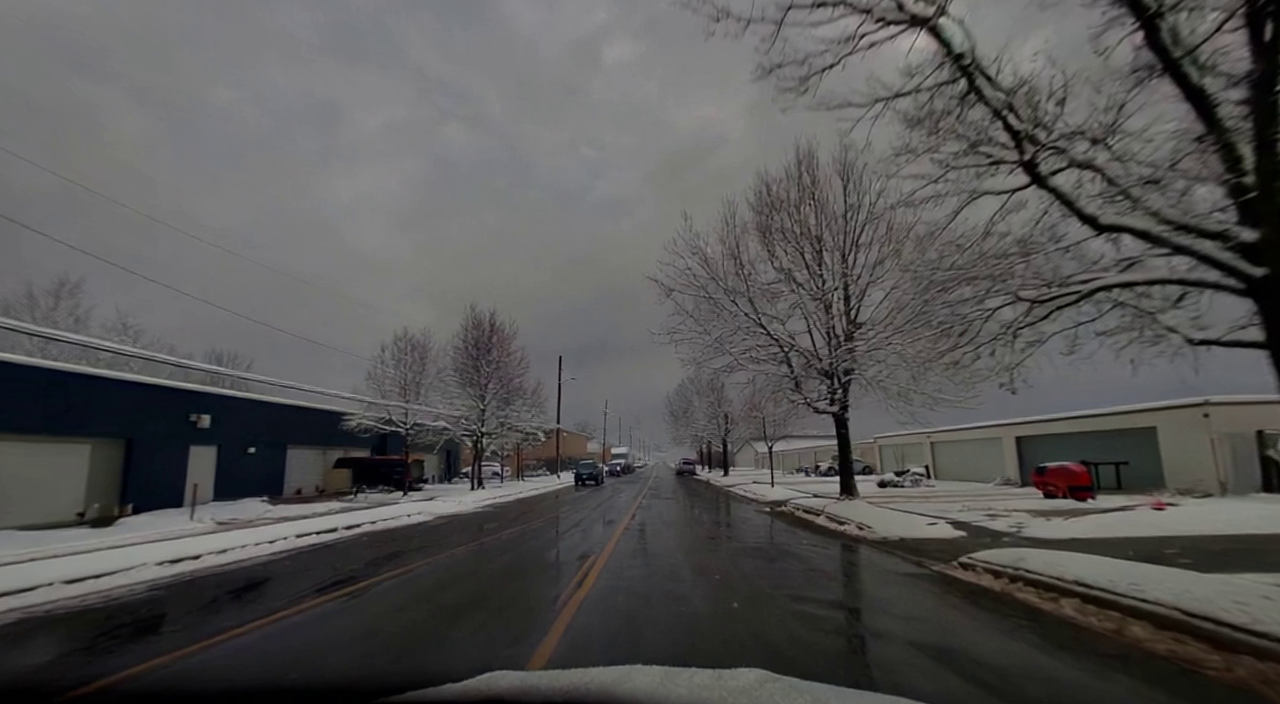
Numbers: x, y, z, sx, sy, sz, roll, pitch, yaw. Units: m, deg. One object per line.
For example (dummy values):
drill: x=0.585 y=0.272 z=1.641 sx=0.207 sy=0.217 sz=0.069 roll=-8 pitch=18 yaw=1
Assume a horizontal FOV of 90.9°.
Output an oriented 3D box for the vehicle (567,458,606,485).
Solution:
vehicle: x=-3.429 y=7.825 z=41.373 sx=1.927 sy=1.580 sz=4.556 roll=-2 pitch=-9 yaw=3
